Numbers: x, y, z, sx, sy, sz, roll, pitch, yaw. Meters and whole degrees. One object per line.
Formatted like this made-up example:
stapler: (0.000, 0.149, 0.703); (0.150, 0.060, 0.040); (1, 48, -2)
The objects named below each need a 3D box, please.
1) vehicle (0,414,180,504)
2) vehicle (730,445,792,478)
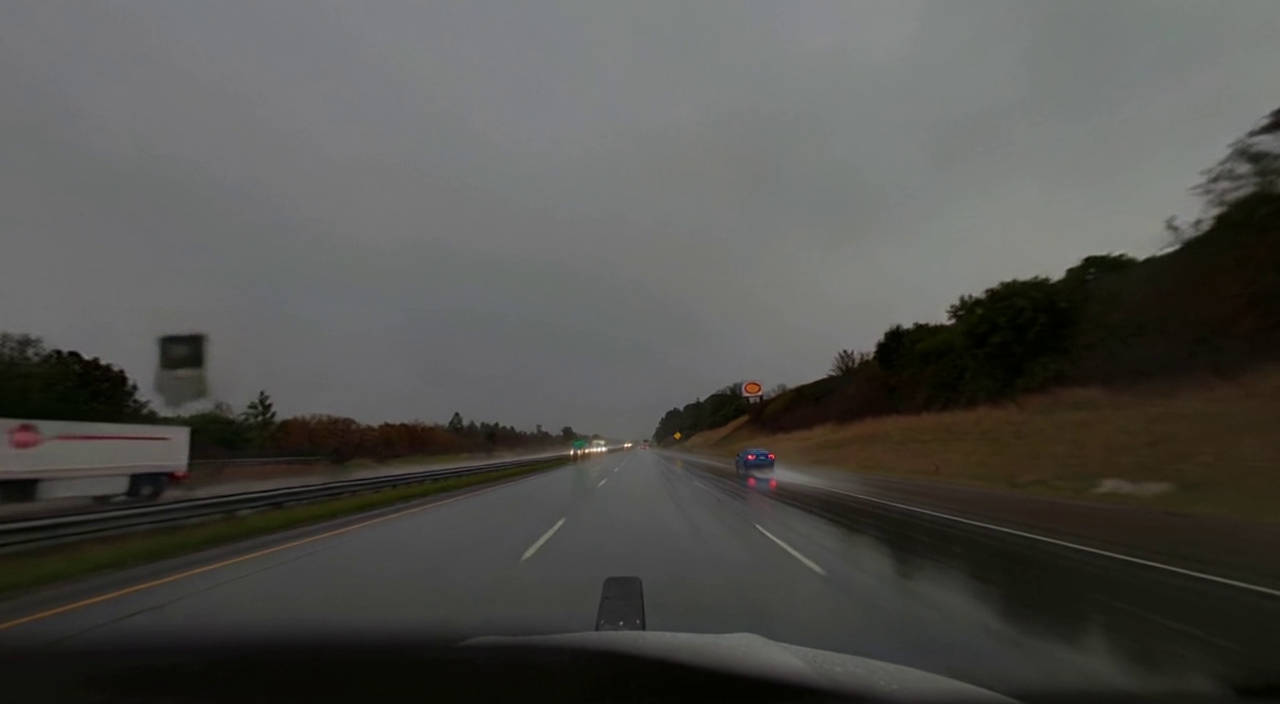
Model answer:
vehicle: (-29.552, 5.223, 31.024); (2.869, 3.885, 14.559); (0, -9, 0)
vehicle: (5.656, 5.162, 29.941); (1.967, 1.472, 3.751); (0, -9, -3)
